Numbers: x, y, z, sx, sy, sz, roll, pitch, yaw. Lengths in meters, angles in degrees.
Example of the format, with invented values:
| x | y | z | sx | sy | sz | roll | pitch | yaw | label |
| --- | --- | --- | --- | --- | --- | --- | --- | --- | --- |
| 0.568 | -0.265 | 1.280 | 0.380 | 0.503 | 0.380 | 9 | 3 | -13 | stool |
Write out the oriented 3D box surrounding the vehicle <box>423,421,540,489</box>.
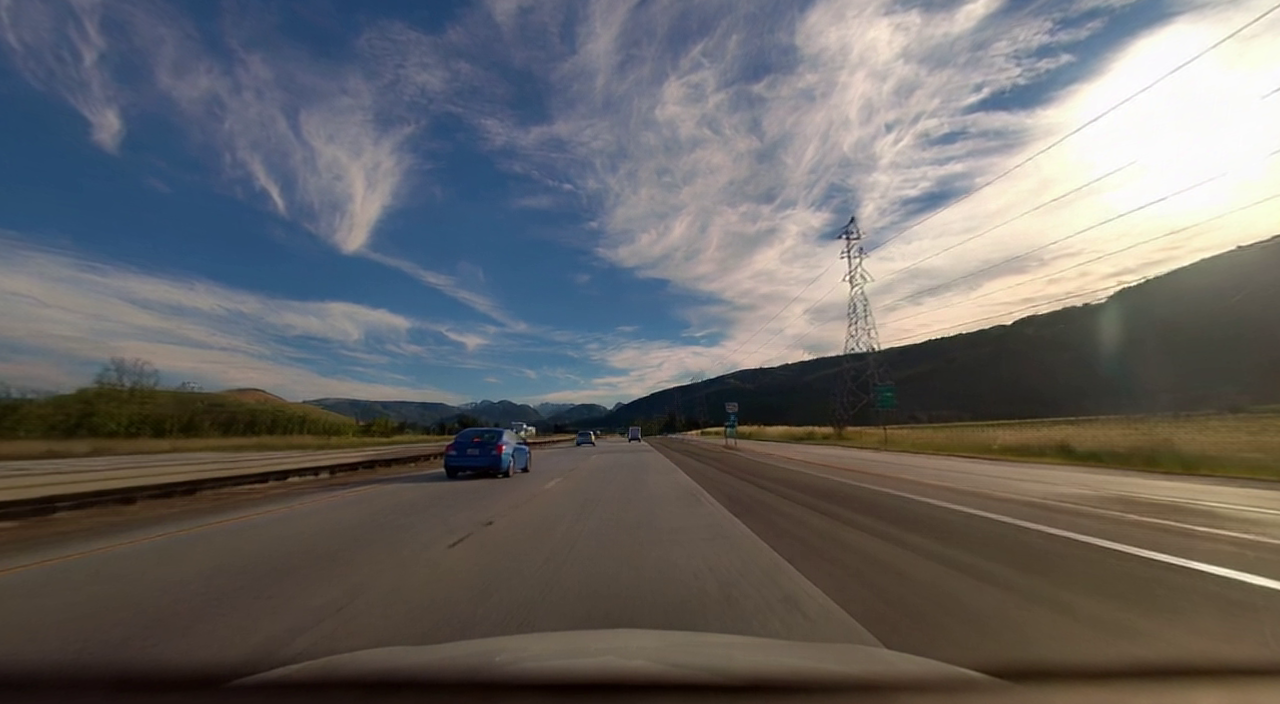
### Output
| x | y | z | sx | sy | sz | roll | pitch | yaw | label |
| --- | --- | --- | --- | --- | --- | --- | --- | --- | --- |
| -4.076 | 2.699 | 16.938 | 2.023 | 1.580 | 4.259 | 0 | -8 | 0 | vehicle |
